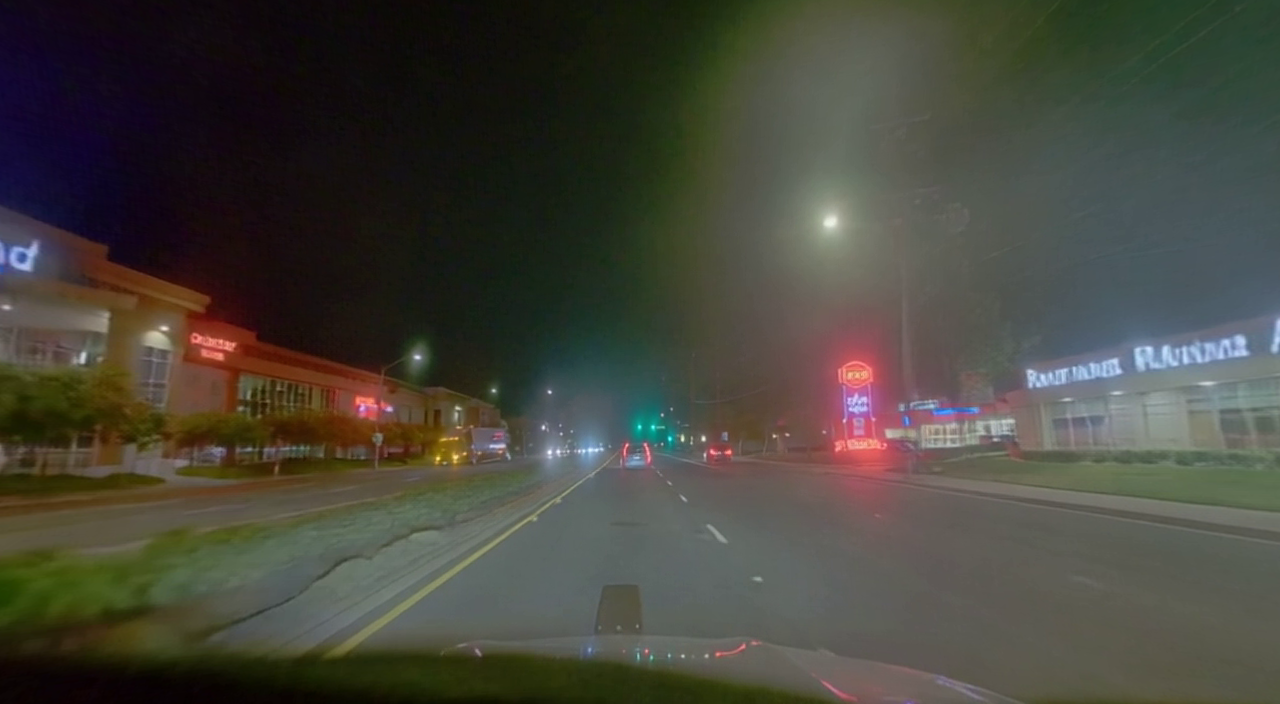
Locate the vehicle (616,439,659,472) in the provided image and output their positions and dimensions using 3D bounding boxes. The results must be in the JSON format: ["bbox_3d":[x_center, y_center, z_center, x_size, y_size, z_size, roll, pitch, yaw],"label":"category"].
[{"bbox_3d":[-0.186,5.408,33.234,2.072,1.545,4.578,0,-8,-1],"label":"vehicle"}]

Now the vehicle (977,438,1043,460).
[{"bbox_3d":[26.636,6.972,45.655,1.840,1.446,4.820,-1,-8,0],"label":"vehicle"}]

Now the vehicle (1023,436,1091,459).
[{"bbox_3d":[29.413,6.788,44.728,1.805,1.481,4.351,-1,-9,-1],"label":"vehicle"}]
